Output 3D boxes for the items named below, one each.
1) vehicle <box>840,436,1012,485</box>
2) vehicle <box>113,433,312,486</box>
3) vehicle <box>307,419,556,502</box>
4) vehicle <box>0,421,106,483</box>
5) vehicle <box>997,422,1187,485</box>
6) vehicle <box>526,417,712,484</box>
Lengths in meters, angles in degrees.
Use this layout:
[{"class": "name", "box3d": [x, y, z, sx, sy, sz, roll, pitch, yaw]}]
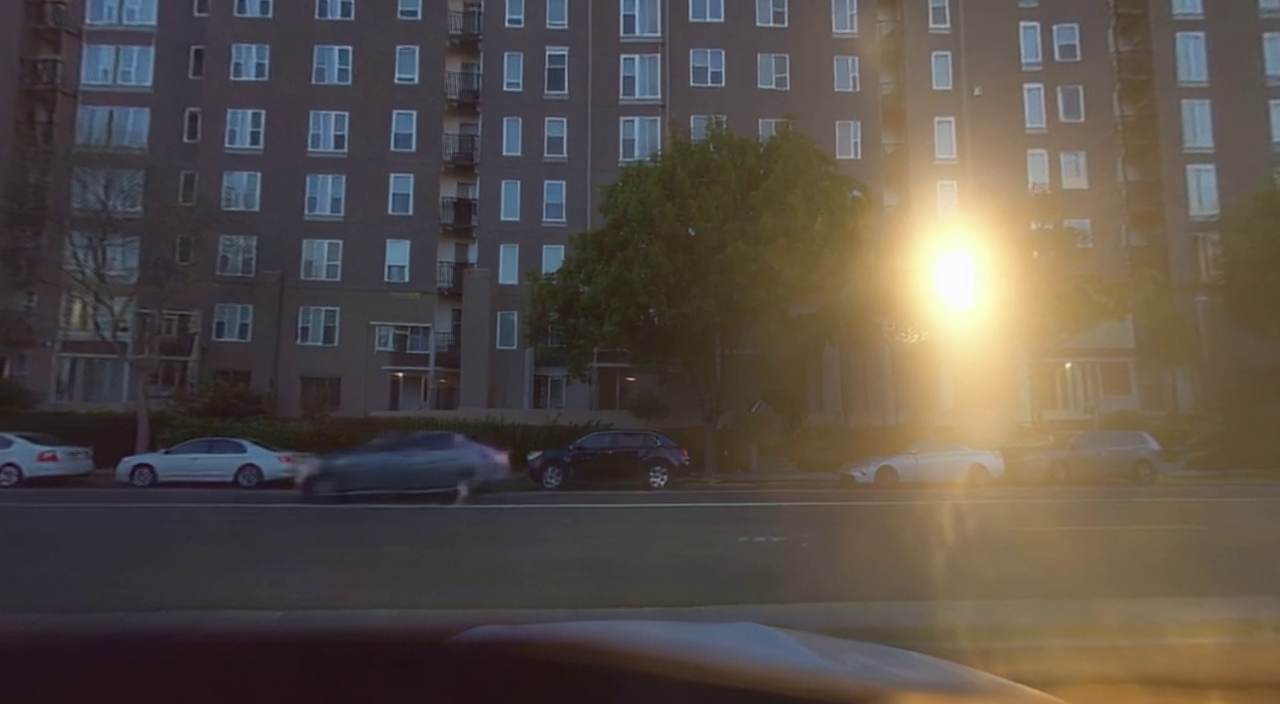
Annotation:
[{"class": "vehicle", "box3d": [8.712, 3.297, 19.460, 4.521, 1.411, 1.726, 1, -7, -5]}, {"class": "vehicle", "box3d": [-12.179, 3.077, 18.258, 4.336, 1.438, 1.776, 1, -8, -5]}, {"class": "vehicle", "box3d": [-4.010, 2.173, 12.848, 4.396, 1.501, 1.955, 0, -9, -4]}, {"class": "vehicle", "box3d": [-18.236, 2.812, 17.786, 4.426, 1.641, 1.889, 1, -9, -7]}, {"class": "vehicle", "box3d": [14.239, 3.188, 20.093, 4.544, 1.780, 1.966, 0, -7, -3]}, {"class": "vehicle", "box3d": [-0.680, 2.977, 19.035, 5.299, 1.860, 2.098, 1, -10, -7]}]
